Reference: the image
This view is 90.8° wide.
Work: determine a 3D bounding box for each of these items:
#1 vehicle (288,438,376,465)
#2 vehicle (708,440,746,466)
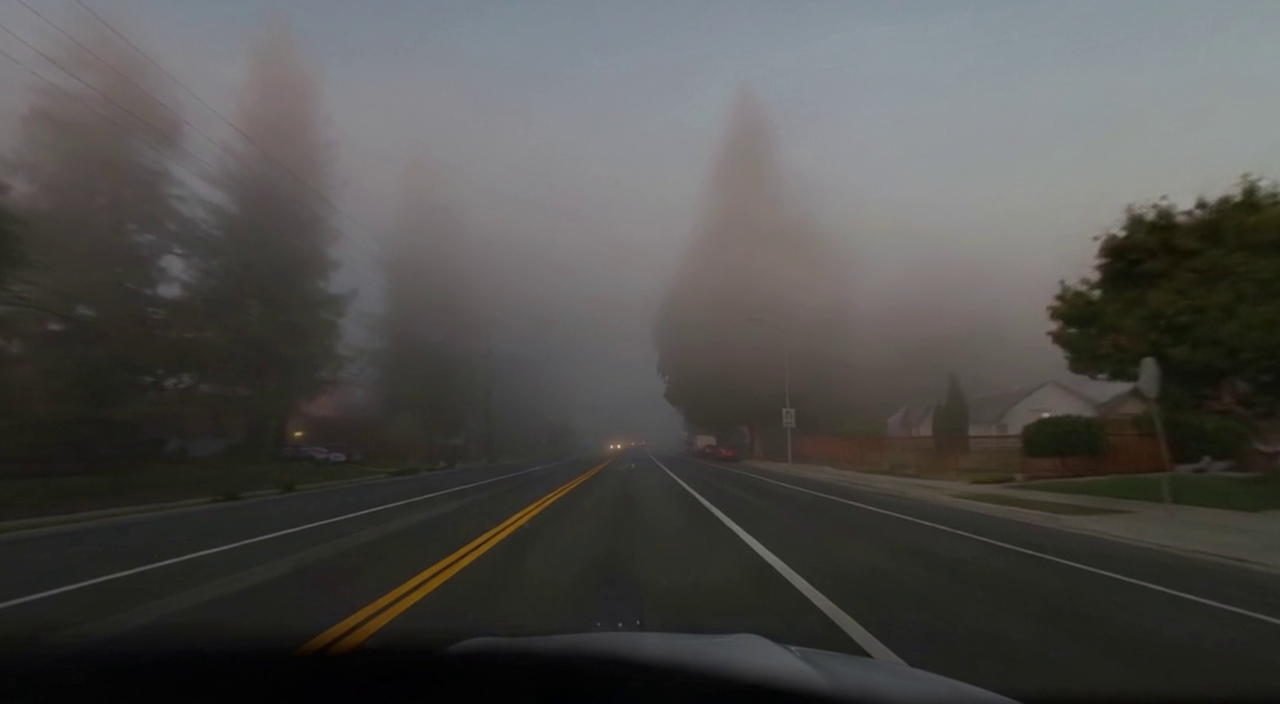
[{"bbox_3d":[-19.639,6.367,40.402,4.497,1.674,2.168,-1,-8,3],"label":"vehicle"},{"bbox_3d":[6.490,7.585,47.686,2.099,1.878,4.476,0,-8,-1],"label":"vehicle"}]
